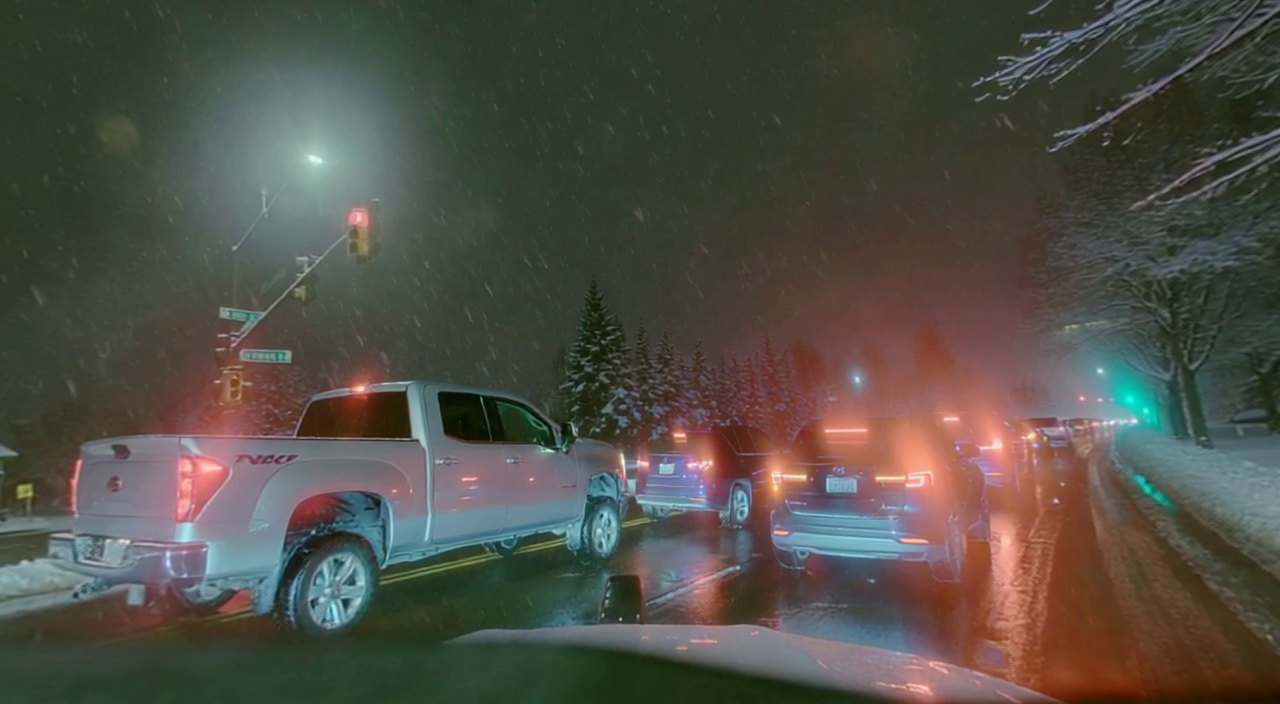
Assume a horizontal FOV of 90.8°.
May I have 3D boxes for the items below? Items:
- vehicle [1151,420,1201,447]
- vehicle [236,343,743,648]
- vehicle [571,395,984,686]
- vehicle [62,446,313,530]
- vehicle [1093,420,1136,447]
[{"bbox_3d":[35.764,5.478,42.200,2.183,1.714,4.491,-7,-11,37],"label":"vehicle"},{"bbox_3d":[-0.876,1.411,7.479,2.272,2.016,6.146,-4,-9,27],"label":"vehicle"},{"bbox_3d":[1.721,1.383,5.989,2.027,1.549,4.801,-6,-10,35],"label":"vehicle"},{"bbox_3d":[-11.171,3.269,15.987,1.936,1.756,4.649,-6,-10,34],"label":"vehicle"},{"bbox_3d":[32.795,5.674,43.730,2.160,1.790,4.303,-6,-10,35],"label":"vehicle"}]
